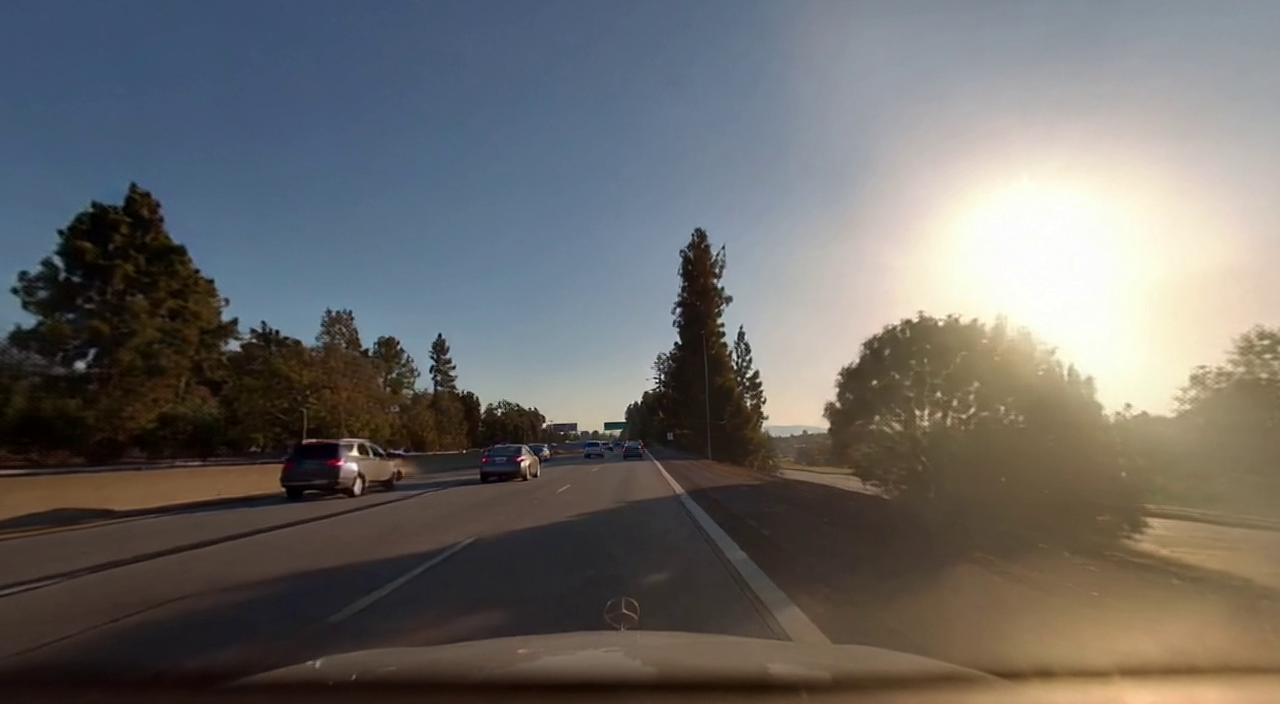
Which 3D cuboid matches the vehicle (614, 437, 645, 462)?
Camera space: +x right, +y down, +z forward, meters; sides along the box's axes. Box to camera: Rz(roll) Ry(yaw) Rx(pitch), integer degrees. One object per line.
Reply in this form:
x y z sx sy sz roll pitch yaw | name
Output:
-0.757 7.314 47.330 2.179 1.742 4.396 0 -8 0 | vehicle

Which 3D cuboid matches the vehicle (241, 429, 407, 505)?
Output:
-8.403 3.087 17.430 2.091 1.795 4.617 -1 -8 1 | vehicle

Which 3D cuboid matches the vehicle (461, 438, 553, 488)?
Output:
-4.562 3.881 22.523 2.102 1.562 4.884 -1 -8 2 | vehicle
